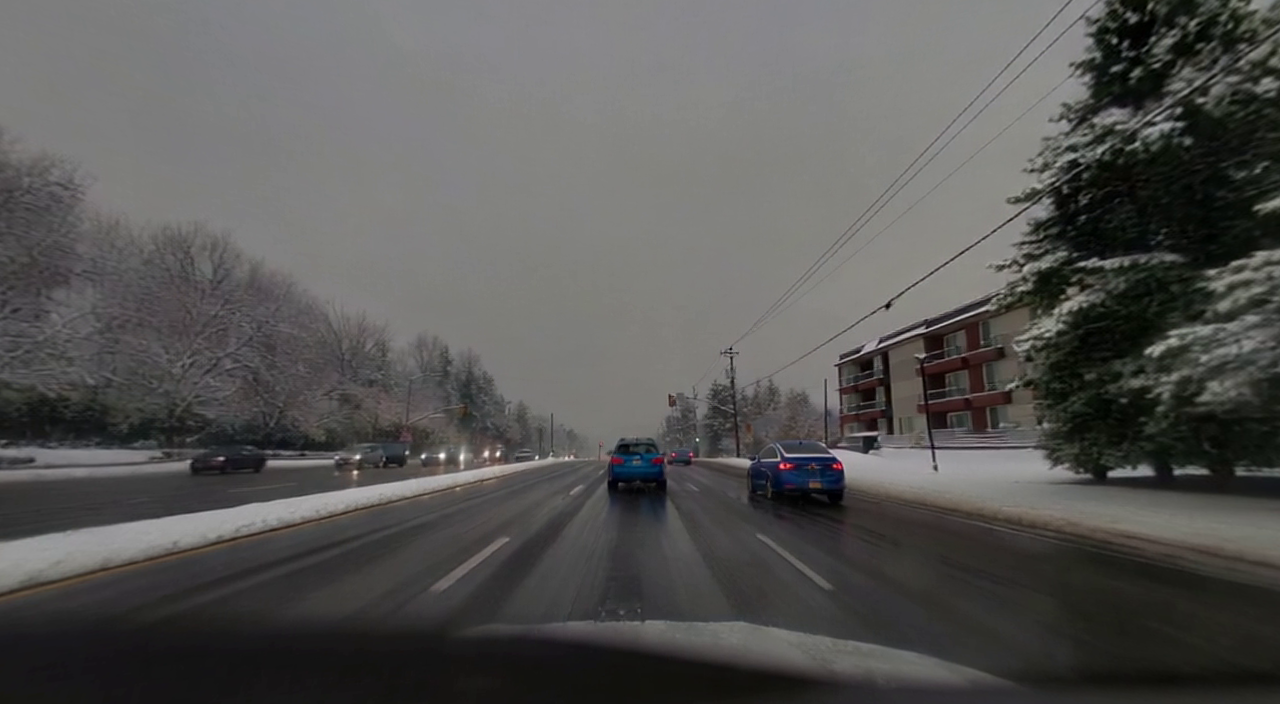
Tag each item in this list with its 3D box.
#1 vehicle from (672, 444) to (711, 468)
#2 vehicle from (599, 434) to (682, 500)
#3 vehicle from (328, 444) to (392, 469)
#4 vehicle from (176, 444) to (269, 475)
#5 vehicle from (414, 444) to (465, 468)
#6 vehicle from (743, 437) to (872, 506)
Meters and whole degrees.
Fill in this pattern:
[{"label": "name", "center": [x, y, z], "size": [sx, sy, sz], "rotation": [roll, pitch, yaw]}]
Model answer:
[{"label": "vehicle", "center": [3.255, 6.724, 41.042], "size": [2.054, 1.461, 4.321], "rotation": [0, -9, -1]}, {"label": "vehicle", "center": [-0.027, 3.174, 17.804], "size": [2.073, 1.606, 3.933], "rotation": [0, -9, -1]}, {"label": "vehicle", "center": [-17.406, 6.498, 39.506], "size": [1.873, 1.459, 4.447], "rotation": [0, -9, 1]}, {"label": "vehicle", "center": [-21.607, 5.552, 32.924], "size": [1.821, 1.485, 4.393], "rotation": [0, -9, 0]}, {"label": "vehicle", "center": [-13.776, 7.159, 43.638], "size": [1.981, 1.572, 4.575], "rotation": [0, -9, 0]}, {"label": "vehicle", "center": [4.140, 3.023, 16.467], "size": [2.086, 1.534, 4.351], "rotation": [0, -9, -1]}]
